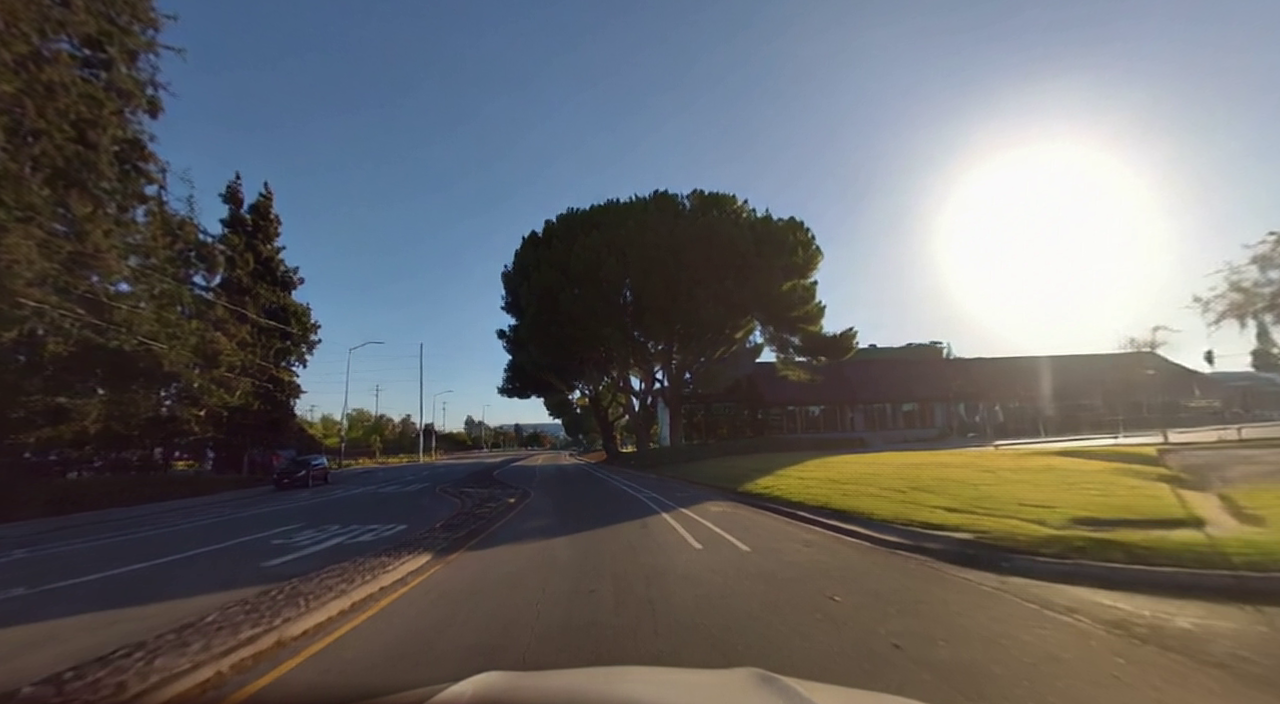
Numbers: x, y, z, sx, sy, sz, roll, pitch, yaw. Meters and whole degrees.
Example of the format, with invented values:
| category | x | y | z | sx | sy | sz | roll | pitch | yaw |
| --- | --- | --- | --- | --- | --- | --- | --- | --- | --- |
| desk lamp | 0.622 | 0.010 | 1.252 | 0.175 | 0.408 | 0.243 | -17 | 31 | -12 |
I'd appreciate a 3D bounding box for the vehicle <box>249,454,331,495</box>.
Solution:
| category | x | y | z | sx | sy | sz | roll | pitch | yaw |
| --- | --- | --- | --- | --- | --- | --- | --- | --- | --- |
| vehicle | -16.378 | 5.729 | 29.704 | 1.952 | 1.632 | 4.200 | -1 | -8 | -8 |
